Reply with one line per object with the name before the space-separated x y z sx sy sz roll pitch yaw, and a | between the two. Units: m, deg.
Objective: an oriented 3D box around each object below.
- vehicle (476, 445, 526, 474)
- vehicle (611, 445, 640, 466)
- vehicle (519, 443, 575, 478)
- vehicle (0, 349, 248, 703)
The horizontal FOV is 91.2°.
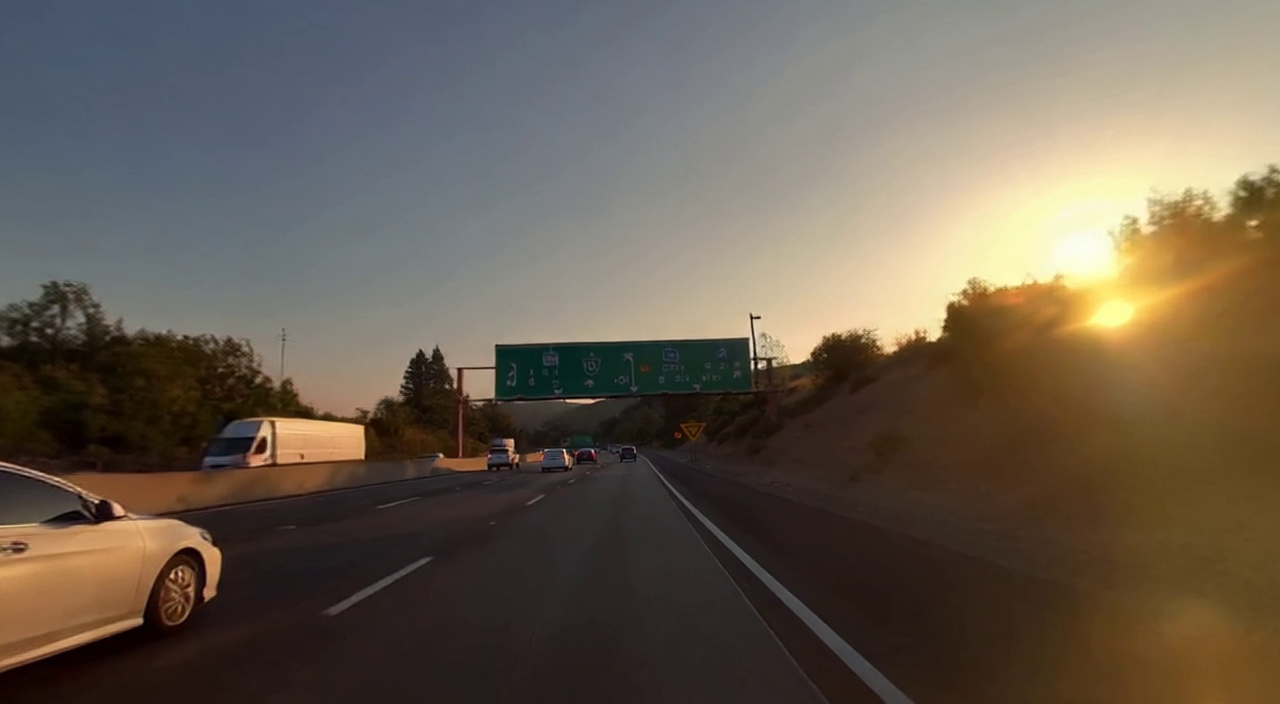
vehicle | -7.851 6.071 35.644 1.936 1.516 3.904 0 -9 0
vehicle | -1.039 7.576 45.914 2.023 1.479 3.718 0 -9 -1
vehicle | -4.233 5.025 29.167 1.988 1.477 4.118 0 -9 0
vehicle | -4.078 0.819 2.506 2.074 1.779 4.588 0 -9 -1
